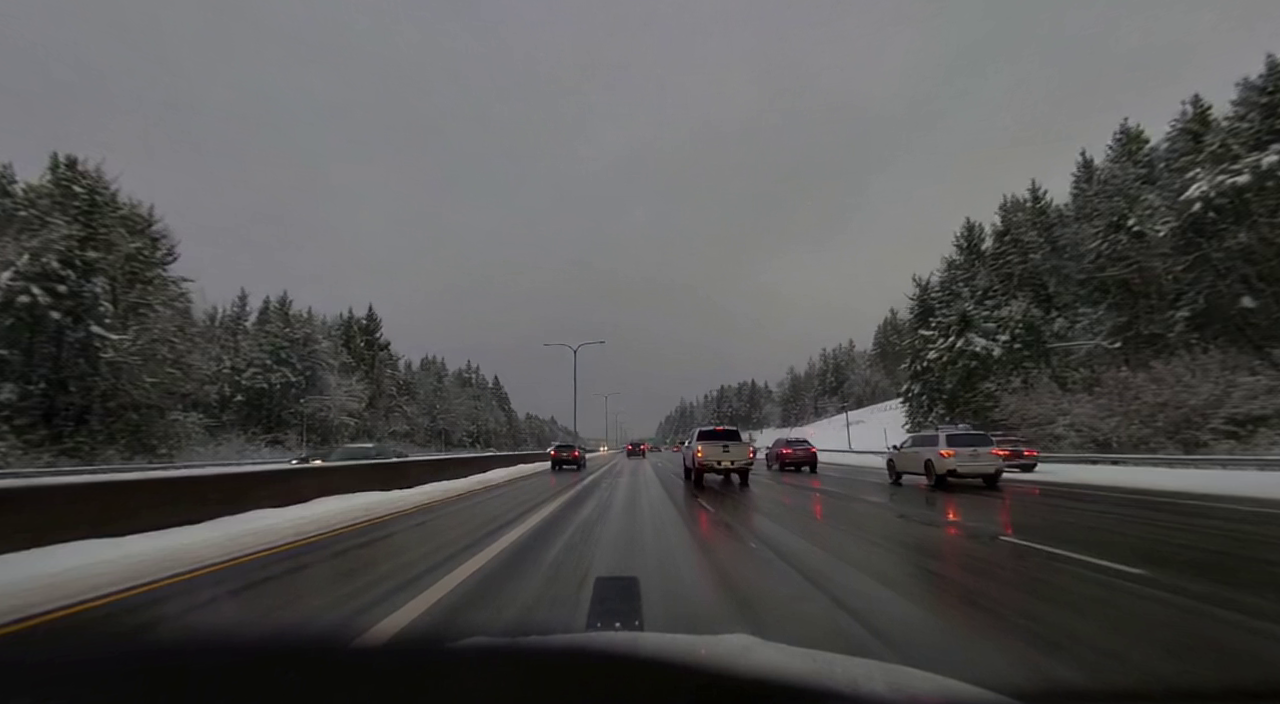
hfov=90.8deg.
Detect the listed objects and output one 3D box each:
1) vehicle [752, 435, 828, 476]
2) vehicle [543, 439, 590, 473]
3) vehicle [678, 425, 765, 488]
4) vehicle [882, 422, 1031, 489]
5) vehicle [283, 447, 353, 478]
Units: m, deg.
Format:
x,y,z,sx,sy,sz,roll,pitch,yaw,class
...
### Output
x,y,z,sx,sy,sz,roll,pitch,yaw,class
6.552,4.566,28.161,2.105,1.655,4.652,0,-8,-1,vehicle
-3.813,5.476,33.441,1.992,1.651,4.185,0,-8,0,vehicle
2.639,3.584,21.938,2.200,1.870,5.649,0,-8,-1,vehicle
9.954,3.299,20.476,2.046,1.873,5.131,0,-8,-1,vehicle
-15.562,5.345,30.727,1.642,1.358,3.384,-1,-8,-1,vehicle
